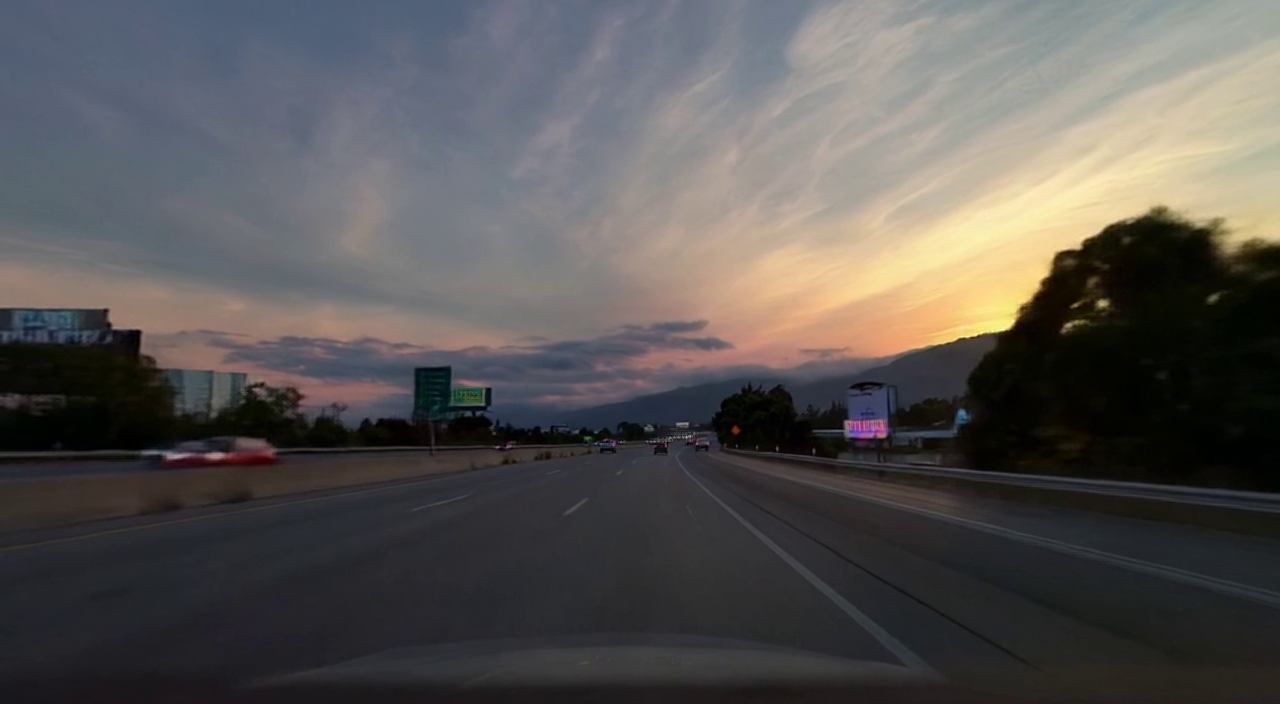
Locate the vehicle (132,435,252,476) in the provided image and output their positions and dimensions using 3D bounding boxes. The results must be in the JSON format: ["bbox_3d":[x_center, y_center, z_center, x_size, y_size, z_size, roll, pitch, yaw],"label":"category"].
[{"bbox_3d":[-17.066,3.966,24.263,1.768,1.431,3.605,0,-8,4],"label":"vehicle"}]
